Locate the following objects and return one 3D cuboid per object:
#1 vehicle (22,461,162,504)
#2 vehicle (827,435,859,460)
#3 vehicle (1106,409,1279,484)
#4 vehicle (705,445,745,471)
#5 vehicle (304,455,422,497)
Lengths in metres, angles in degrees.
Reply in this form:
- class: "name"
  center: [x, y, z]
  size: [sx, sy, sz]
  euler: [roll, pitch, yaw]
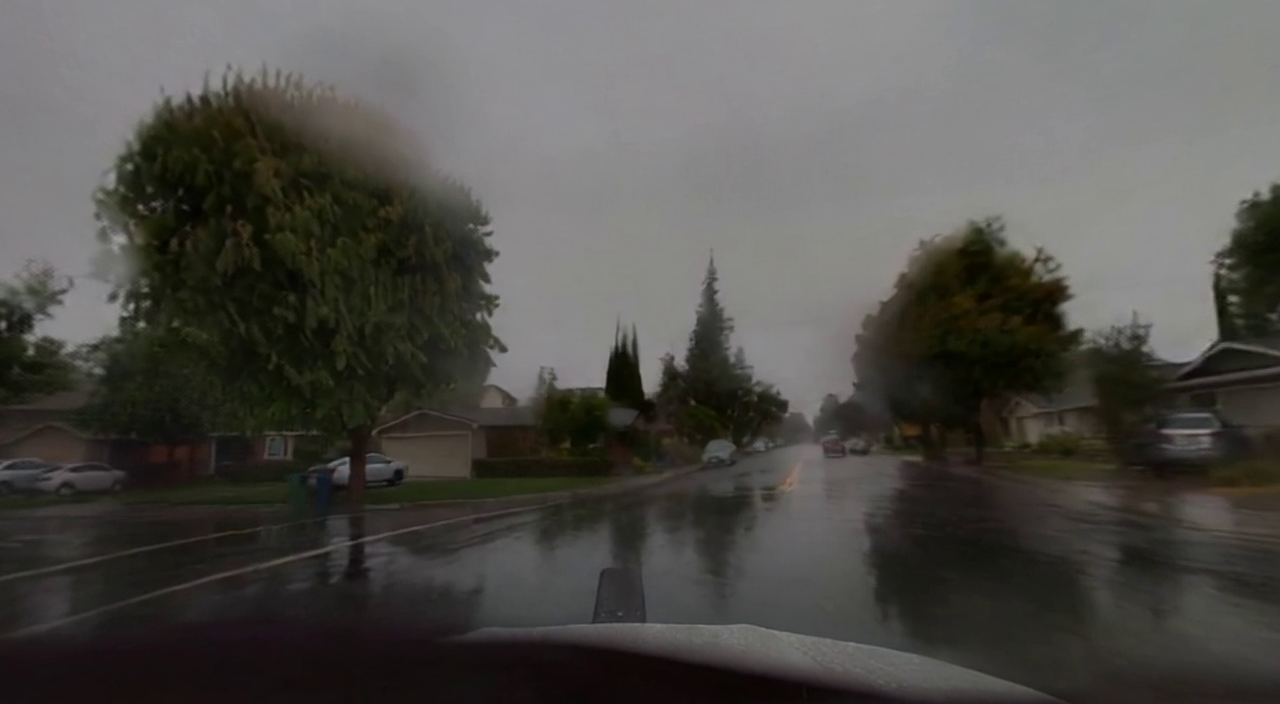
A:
- class: "vehicle"
  center: [-24.527, 5.798, 28.492]
  size: [1.978, 1.666, 4.230]
  euler: [-3, -9, 16]
- class: "vehicle"
  center: [15.038, 7.116, 46.913]
  size: [2.116, 1.711, 4.155]
  euler: [-3, -9, 16]
- class: "vehicle"
  center: [15.397, 2.732, 18.008]
  size: [2.130, 1.836, 4.464]
  euler: [-4, -10, 21]
- class: "vehicle"
  center: [5.706, 7.010, 41.929]
  size: [2.075, 1.551, 4.074]
  euler: [-3, -9, 15]
- class: "vehicle"
  center: [-11.222, 5.037, 25.995]
  size: [1.917, 1.499, 4.569]
  euler: [-3, -9, 16]
